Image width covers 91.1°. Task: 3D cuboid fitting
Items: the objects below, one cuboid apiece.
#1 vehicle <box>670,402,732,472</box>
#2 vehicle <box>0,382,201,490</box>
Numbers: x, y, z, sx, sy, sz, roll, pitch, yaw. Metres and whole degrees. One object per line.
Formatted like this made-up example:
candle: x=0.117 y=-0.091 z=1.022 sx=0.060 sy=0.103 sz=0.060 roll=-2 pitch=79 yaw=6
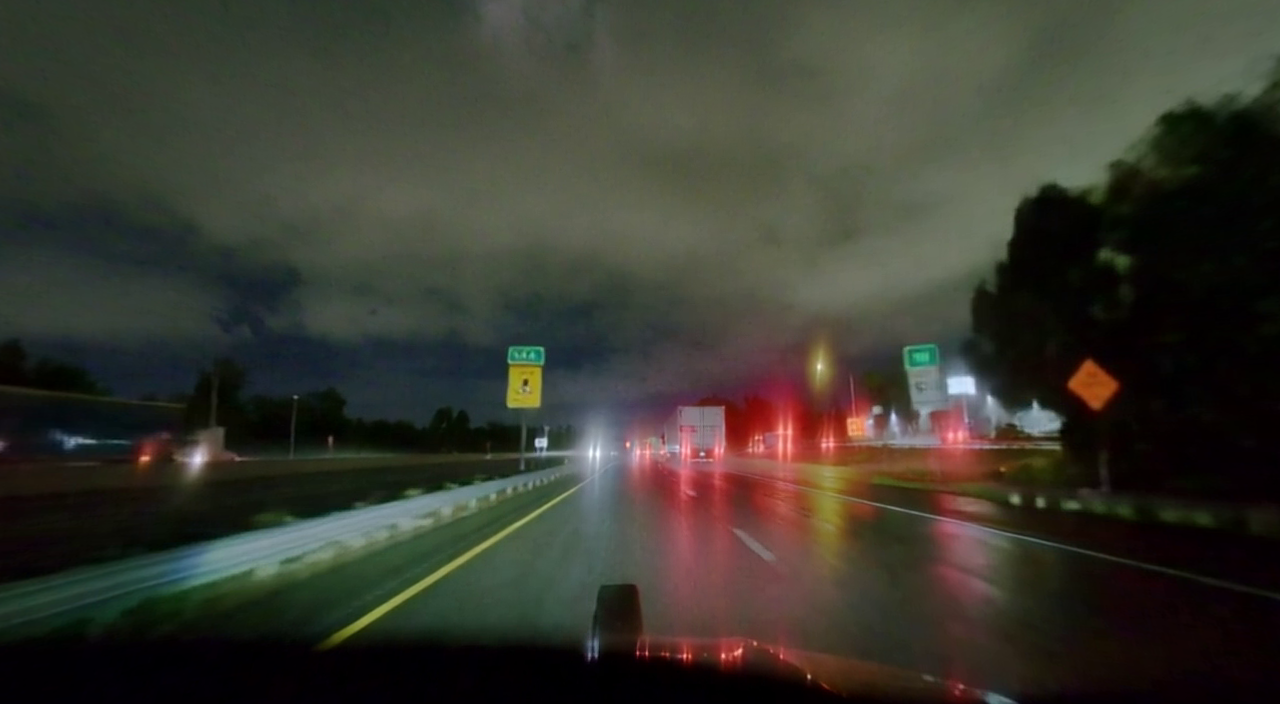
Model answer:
vehicle: x=3.940 y=6.021 z=43.875 sx=3.185 sy=4.154 sz=12.638 roll=0 pitch=-9 yaw=0
vehicle: x=-26.300 y=3.868 z=28.351 sx=2.937 sy=4.143 sz=13.793 roll=1 pitch=-9 yaw=0
